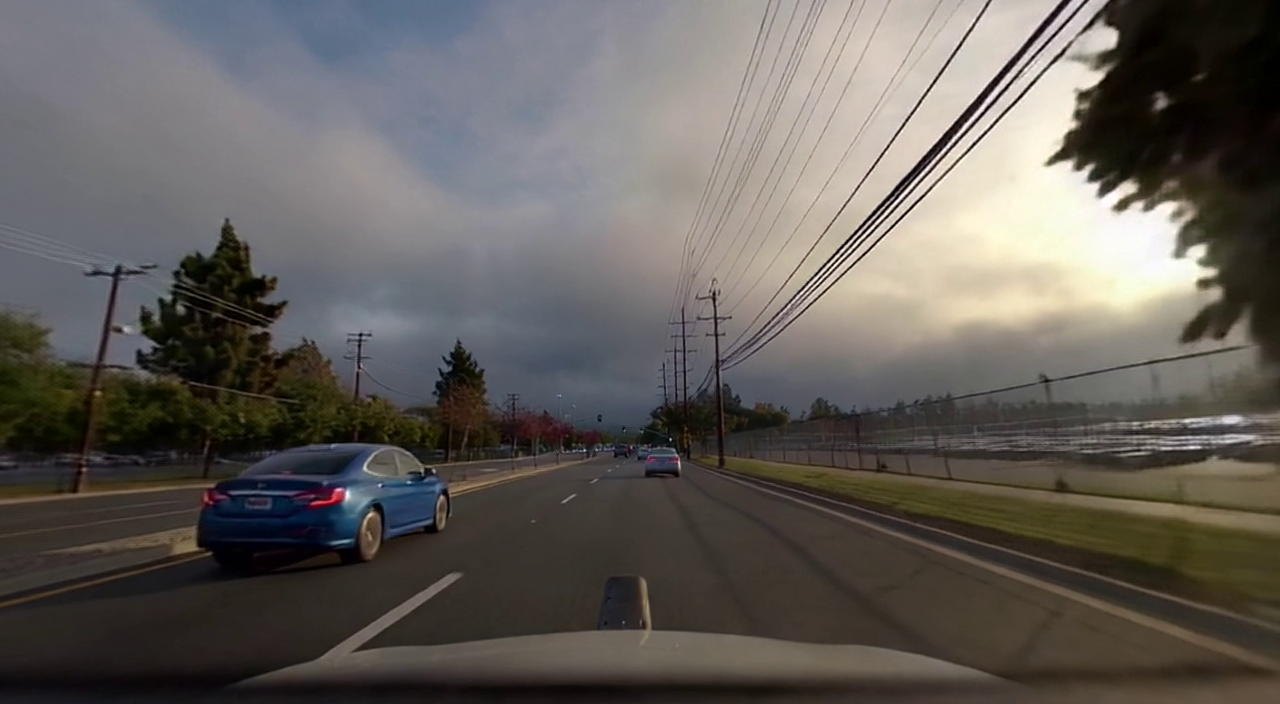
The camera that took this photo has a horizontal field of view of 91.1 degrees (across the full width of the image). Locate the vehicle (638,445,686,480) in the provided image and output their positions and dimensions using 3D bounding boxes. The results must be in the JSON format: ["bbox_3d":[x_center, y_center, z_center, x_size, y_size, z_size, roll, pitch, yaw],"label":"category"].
[{"bbox_3d":[0.988,5.090,29.222,2.059,1.486,3.980,0,-9,1],"label":"vehicle"}]

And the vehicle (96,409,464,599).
[{"bbox_3d":[-3.862,1.697,7.899,1.950,1.692,4.397,0,-9,1],"label":"vehicle"}]
